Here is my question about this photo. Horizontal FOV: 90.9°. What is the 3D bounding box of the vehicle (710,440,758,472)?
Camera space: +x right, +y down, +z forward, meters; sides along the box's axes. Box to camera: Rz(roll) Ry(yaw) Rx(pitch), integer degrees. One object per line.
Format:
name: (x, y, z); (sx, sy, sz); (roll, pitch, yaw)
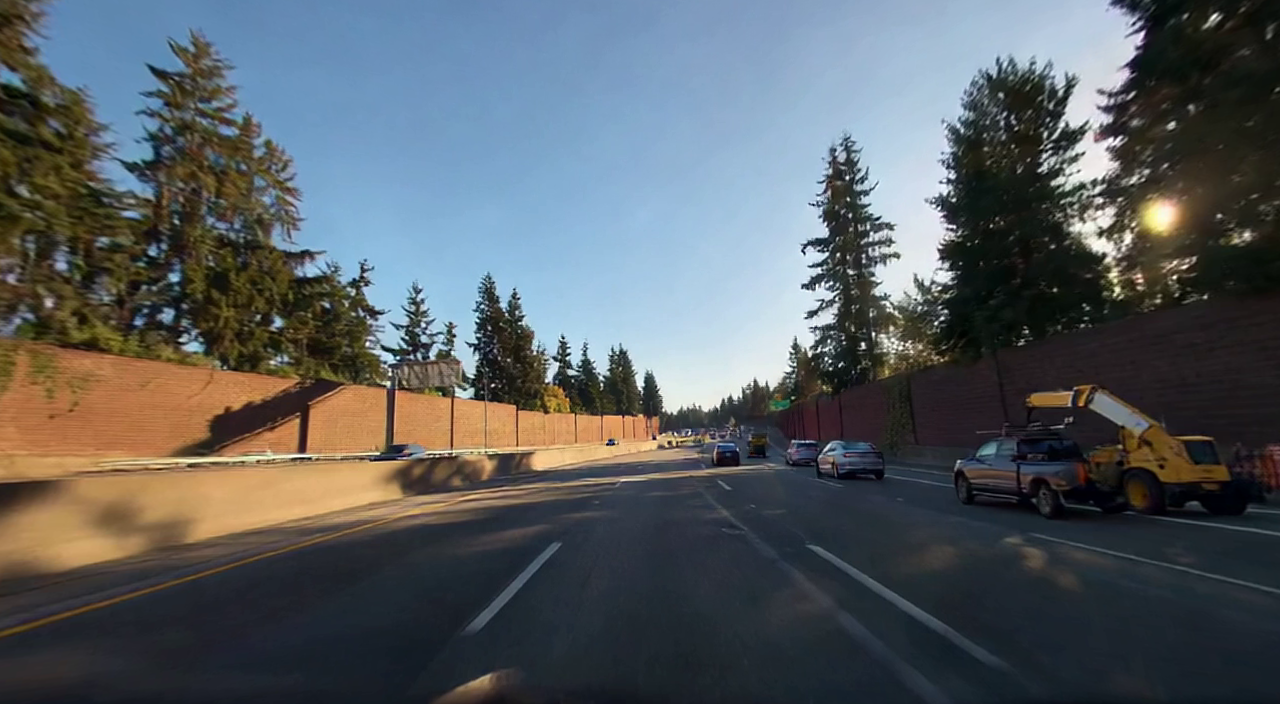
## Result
vehicle: (4.686, 5.244, 32.064); (1.926, 1.477, 4.080); (-1, -8, 2)

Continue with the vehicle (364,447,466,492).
vehicle: (-8.323, 4.367, 23.882); (1.904, 1.458, 4.723); (-1, -8, 3)

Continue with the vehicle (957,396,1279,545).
vehicle: (8.065, 1.940, 11.019); (2.188, 1.924, 5.511); (0, -8, 1)
